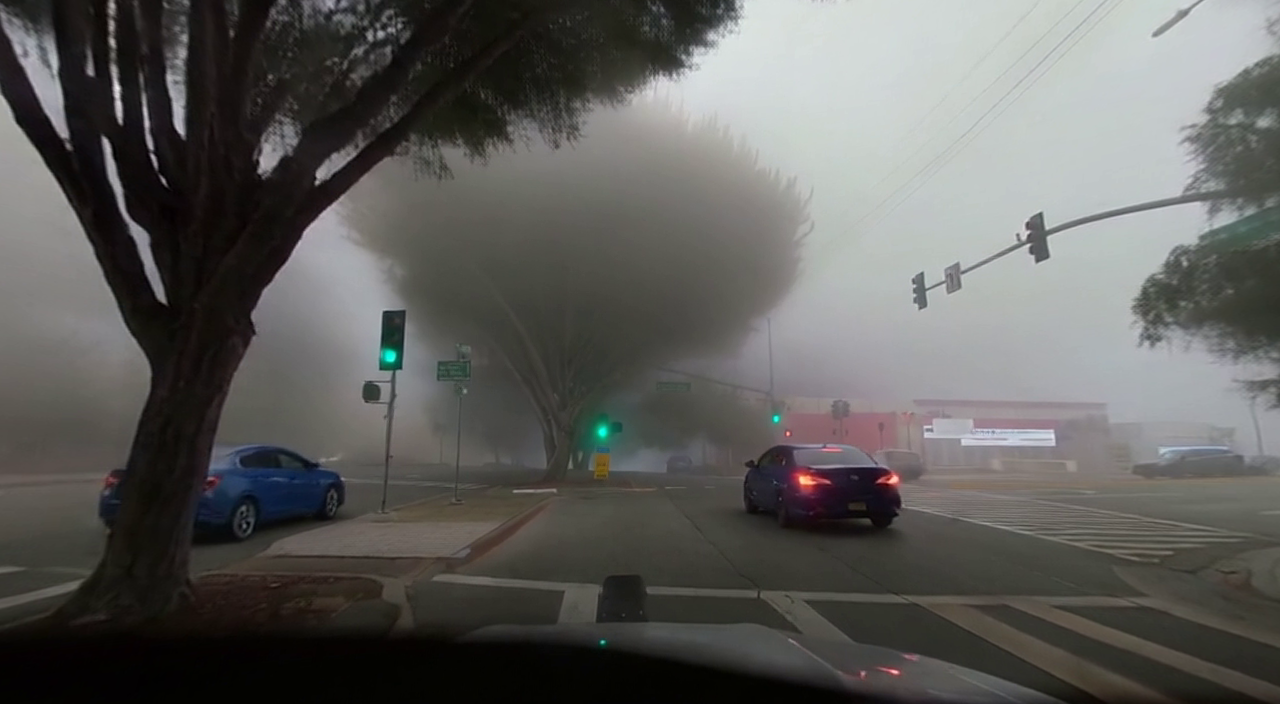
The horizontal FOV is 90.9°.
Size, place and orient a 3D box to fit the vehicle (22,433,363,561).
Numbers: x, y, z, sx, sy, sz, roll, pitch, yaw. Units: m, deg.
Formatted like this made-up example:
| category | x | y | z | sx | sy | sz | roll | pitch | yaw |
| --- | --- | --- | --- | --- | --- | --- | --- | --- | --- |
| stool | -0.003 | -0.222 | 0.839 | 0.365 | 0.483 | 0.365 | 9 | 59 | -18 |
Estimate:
| category | x | y | z | sx | sy | sz | roll | pitch | yaw |
| --- | --- | --- | --- | --- | --- | --- | --- | --- | --- |
| vehicle | -6.234 | 2.028 | 9.684 | 1.995 | 1.470 | 4.556 | 0 | -8 | -2 |

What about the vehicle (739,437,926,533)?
| category | x | y | z | sx | sy | sz | roll | pitch | yaw |
| --- | --- | --- | --- | --- | --- | --- | --- | --- | --- |
| vehicle | 3.430 | 2.443 | 12.322 | 1.940 | 1.487 | 4.562 | 0 | -8 | -4 |

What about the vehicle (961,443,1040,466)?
| category | x | y | z | sx | sy | sz | roll | pitch | yaw |
| --- | --- | --- | --- | --- | --- | --- | --- | --- | --- |
| vehicle | 27.612 | 7.831 | 48.502 | 2.026 | 1.657 | 5.260 | 2 | -9 | -15 |
